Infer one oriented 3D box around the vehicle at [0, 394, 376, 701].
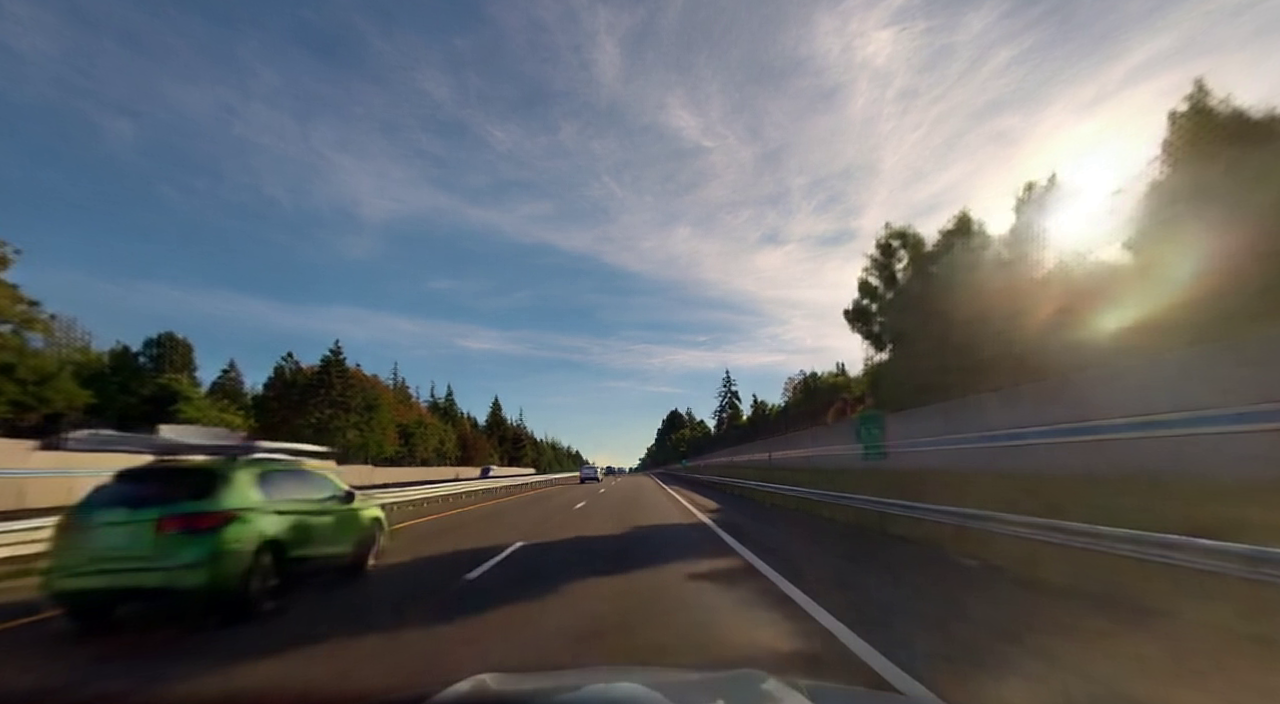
[{"bbox_3d":[-4.355,1.447,5.663,2.022,1.650,4.331,1,-11,0],"label":"vehicle"}]
